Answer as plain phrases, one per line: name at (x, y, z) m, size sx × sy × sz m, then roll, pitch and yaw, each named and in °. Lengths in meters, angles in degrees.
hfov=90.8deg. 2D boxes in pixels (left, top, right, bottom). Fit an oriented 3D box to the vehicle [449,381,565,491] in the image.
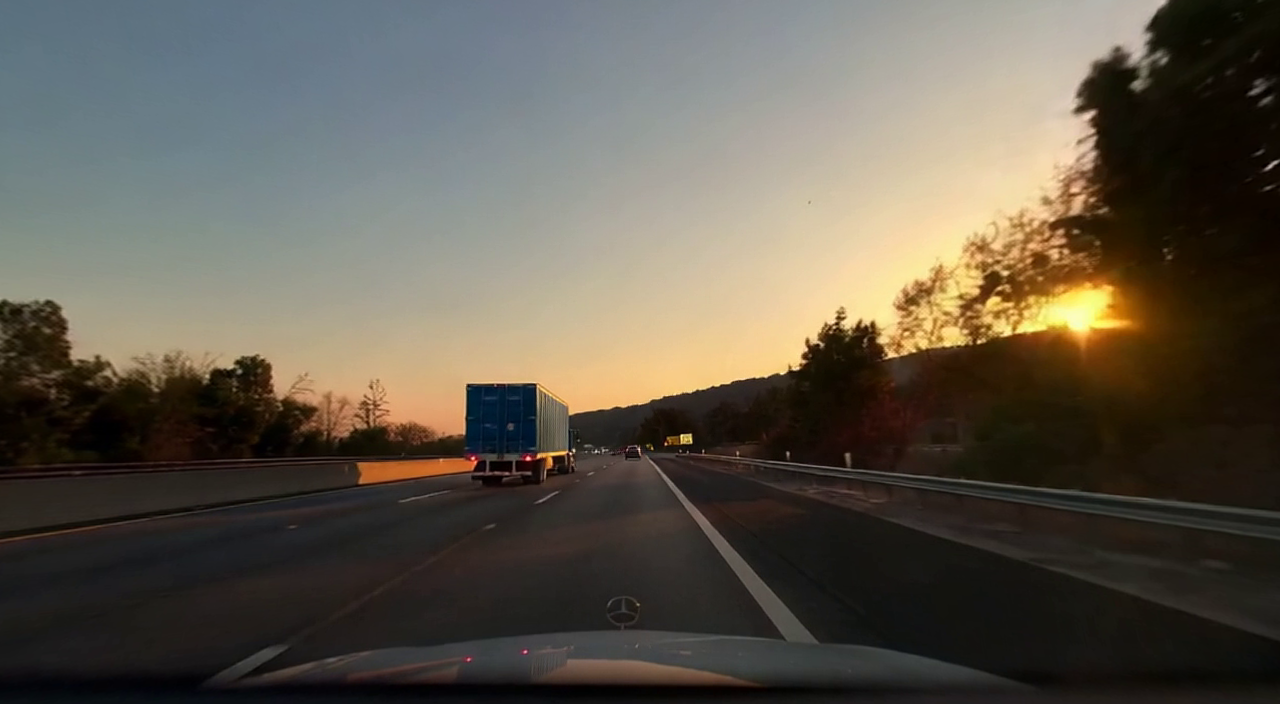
vehicle at (-4.626, 3.198, 23.595) m, size 2.707 × 3.461 × 7.191 m, roll 0°, pitch -9°, yaw 0°
